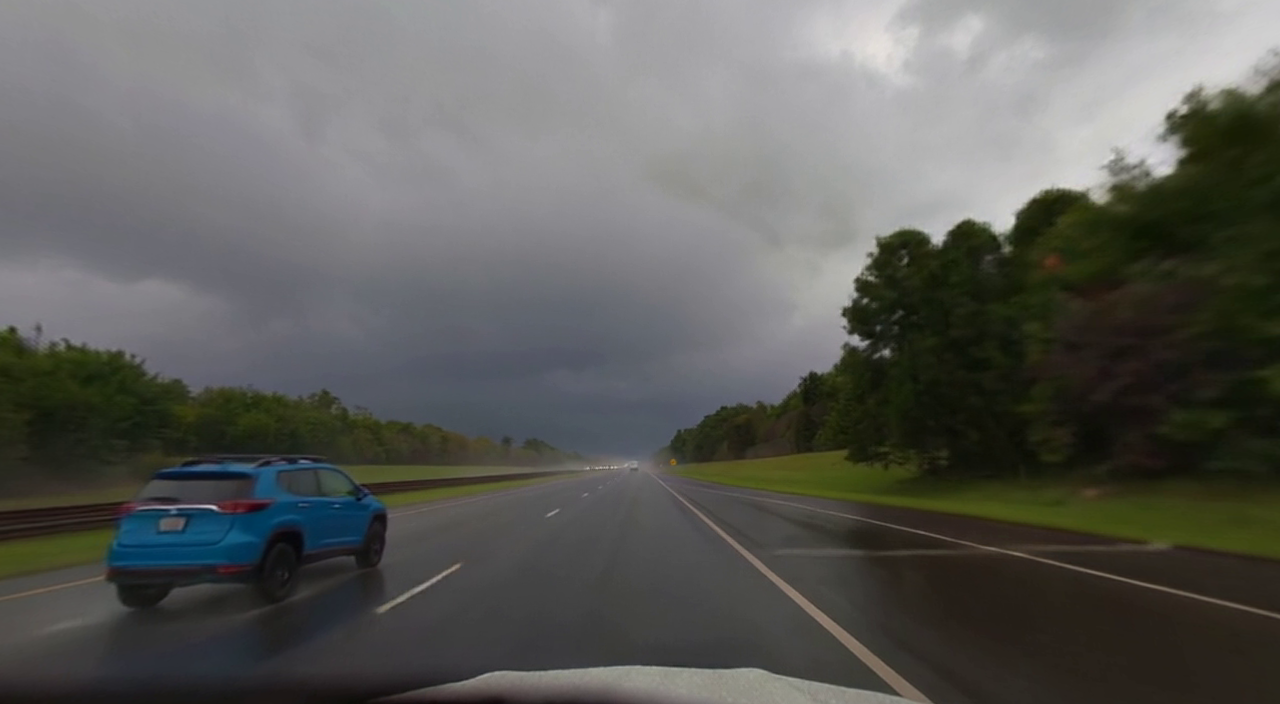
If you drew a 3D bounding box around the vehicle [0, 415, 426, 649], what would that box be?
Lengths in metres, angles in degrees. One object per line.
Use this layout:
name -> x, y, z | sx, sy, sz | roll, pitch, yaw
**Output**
vehicle -> -4.158, 1.694, 6.880 | 1.928, 1.593, 4.871 | 1, -10, 0
